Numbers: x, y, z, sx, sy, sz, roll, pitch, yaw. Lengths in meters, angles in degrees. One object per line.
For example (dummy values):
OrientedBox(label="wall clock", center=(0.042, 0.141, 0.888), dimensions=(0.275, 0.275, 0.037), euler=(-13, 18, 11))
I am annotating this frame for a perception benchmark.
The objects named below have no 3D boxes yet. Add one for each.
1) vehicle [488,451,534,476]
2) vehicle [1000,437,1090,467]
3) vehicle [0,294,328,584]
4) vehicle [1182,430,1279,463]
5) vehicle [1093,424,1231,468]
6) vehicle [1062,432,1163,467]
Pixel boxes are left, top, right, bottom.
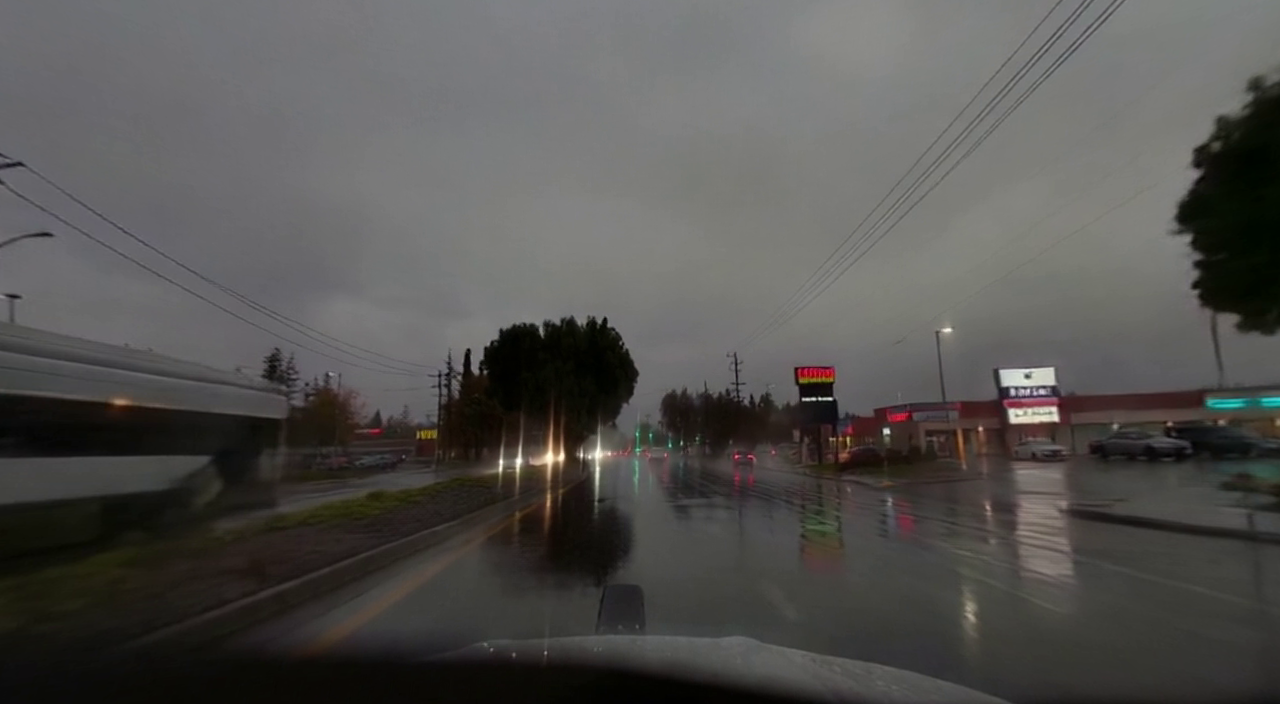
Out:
OrientedBox(label="vehicle", center=(-8.692, 7.556, 42.993), dimensions=(2.043, 1.536, 4.682), euler=(0, -9, 1))
OrientedBox(label="vehicle", center=(23.066, 5.763, 36.206), dimensions=(2.113, 1.582, 4.559), euler=(0, -9, 0))
OrientedBox(label="vehicle", center=(-8.686, 1.150, 8.173), dimensions=(3.241, 3.133, 12.822), euler=(1, -9, -2))
OrientedBox(label="vehicle", center=(34.338, 5.446, 36.199), dimensions=(2.220, 1.723, 4.883), euler=(0, -9, 1))
OrientedBox(label="vehicle", center=(28.568, 5.172, 34.975), dimensions=(2.346, 2.093, 6.071), euler=(-2, -8, -1))
OrientedBox(label="vehicle", center=(25.530, 5.294, 34.357), dimensions=(2.012, 1.772, 4.458), euler=(0, -9, 0))
